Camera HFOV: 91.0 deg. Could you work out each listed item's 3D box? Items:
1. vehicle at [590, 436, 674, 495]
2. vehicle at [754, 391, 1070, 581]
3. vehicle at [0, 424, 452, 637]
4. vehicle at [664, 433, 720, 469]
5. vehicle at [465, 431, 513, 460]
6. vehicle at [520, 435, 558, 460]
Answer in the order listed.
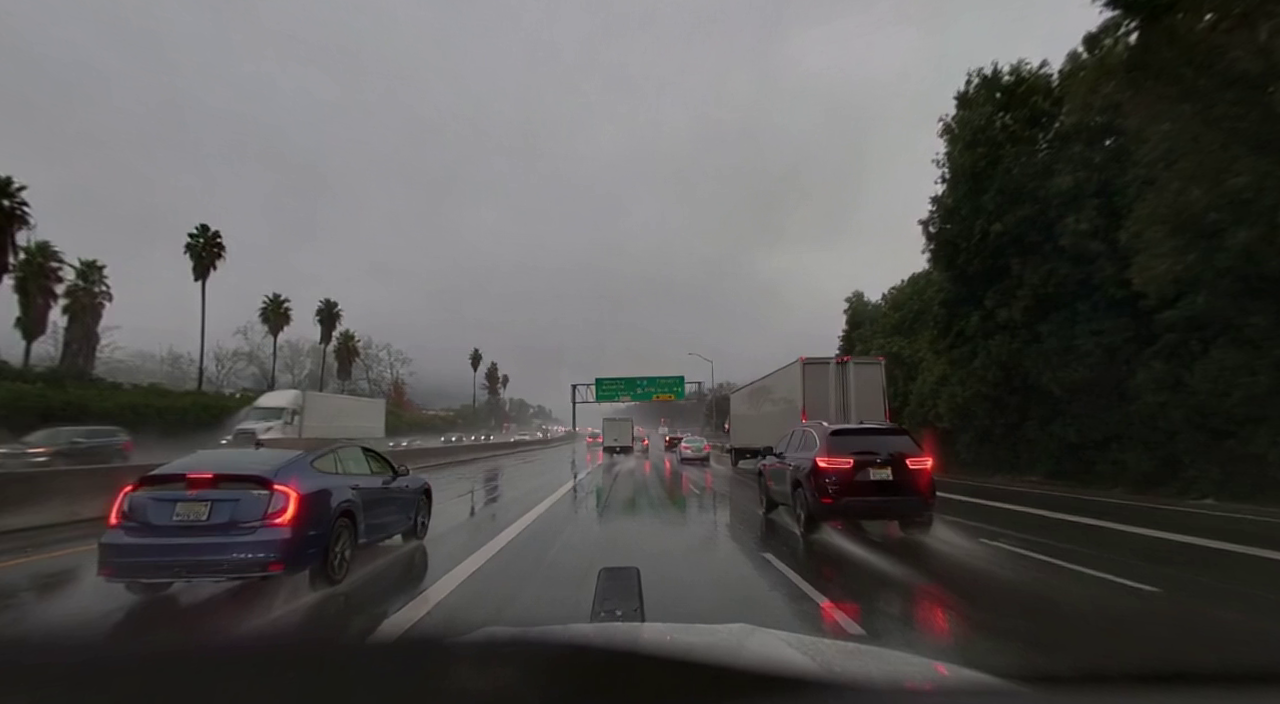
[{"bbox_3d":[-0.247,3.167,18.022,2.136,1.470,3.971,0,-8,-1],"label":"vehicle"},{"bbox_3d":[3.111,1.653,8.565,2.173,1.870,4.499,0,-8,-1],"label":"vehicle"},{"bbox_3d":[-3.631,1.534,6.532,1.998,1.423,4.436,0,-8,0],"label":"vehicle"},{"bbox_3d":[2.795,5.527,35.290,2.476,1.843,5.652,0,-8,-2],"label":"vehicle"},{"bbox_3d":[-9.907,6.216,41.748,2.131,1.792,4.757,0,-8,-2],"label":"vehicle"},{"bbox_3d":[-6.961,6.627,43.804,2.018,1.675,4.281,0,-8,-2],"label":"vehicle"}]
